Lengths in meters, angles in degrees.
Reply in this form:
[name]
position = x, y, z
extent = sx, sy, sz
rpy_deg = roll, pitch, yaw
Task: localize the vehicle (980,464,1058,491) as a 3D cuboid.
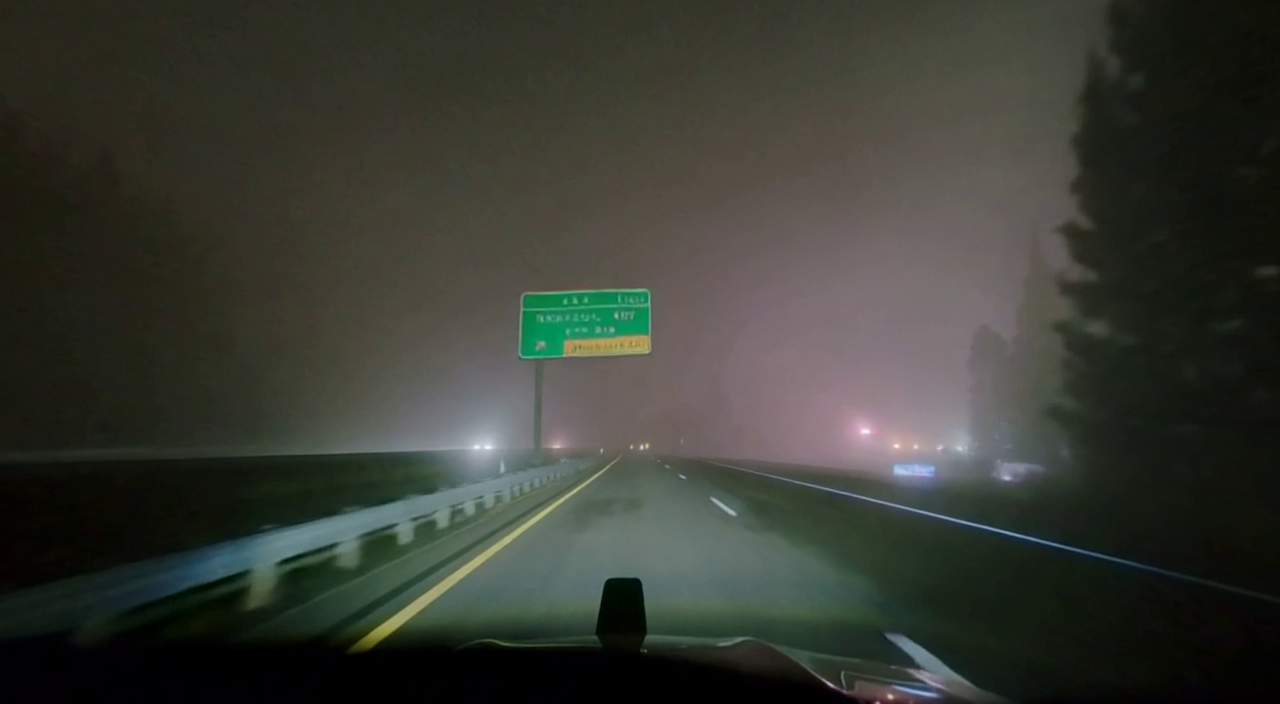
[vehicle]
position = 29.078, 9.572, 48.431
extent = 4.895, 1.819, 2.060
rpy_deg = -5, -10, 31
